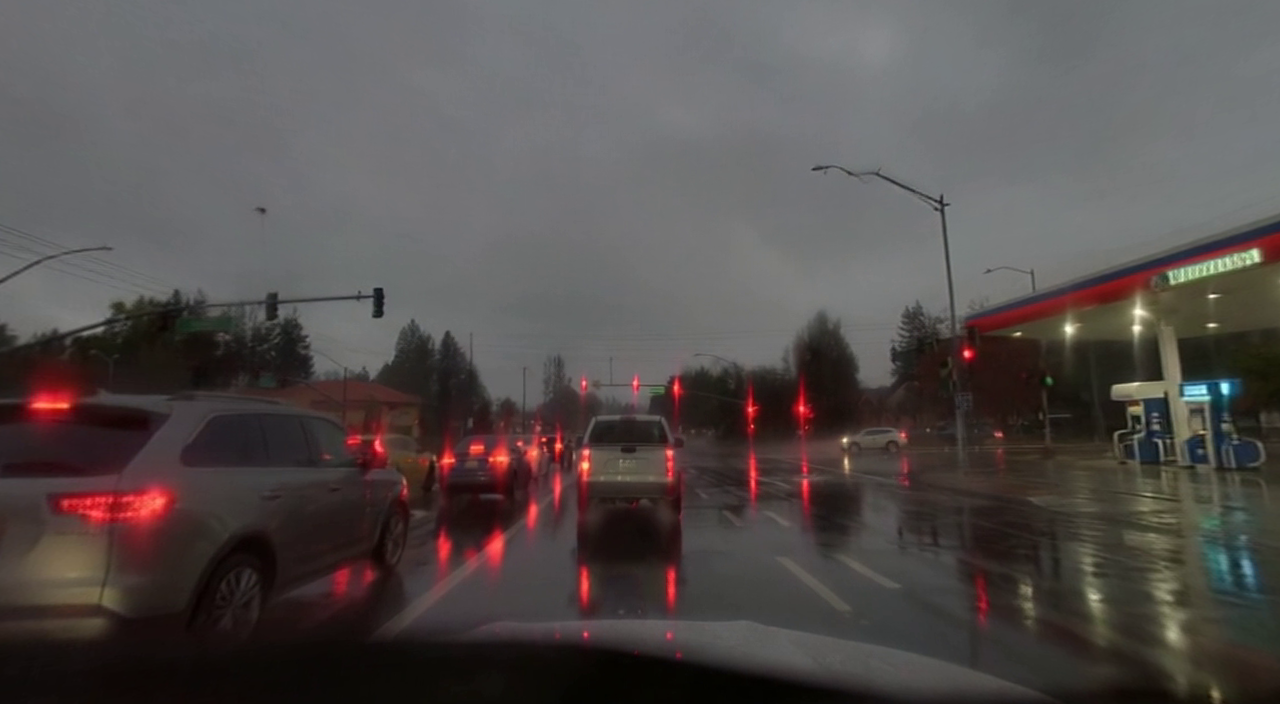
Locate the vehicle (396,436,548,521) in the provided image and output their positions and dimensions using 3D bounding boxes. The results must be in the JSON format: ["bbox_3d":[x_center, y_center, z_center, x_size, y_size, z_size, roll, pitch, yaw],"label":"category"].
[{"bbox_3d":[-3.139,2.453,12.767,1.881,1.424,4.098,0,-9,1],"label":"vehicle"}]

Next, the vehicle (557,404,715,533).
[{"bbox_3d":[-0.078,2.024,11.522,2.224,1.819,5.005,0,-9,-1],"label":"vehicle"}]

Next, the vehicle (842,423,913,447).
[{"bbox_3d":[17.850,6.290,47.514,4.548,1.730,2.013,1,-9,-10],"label":"vehicle"}]

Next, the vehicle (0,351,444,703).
[{"bbox_3d":[-3.309,1.163,5.001,2.096,1.718,4.266,0,-8,0],"label":"vehicle"}]
